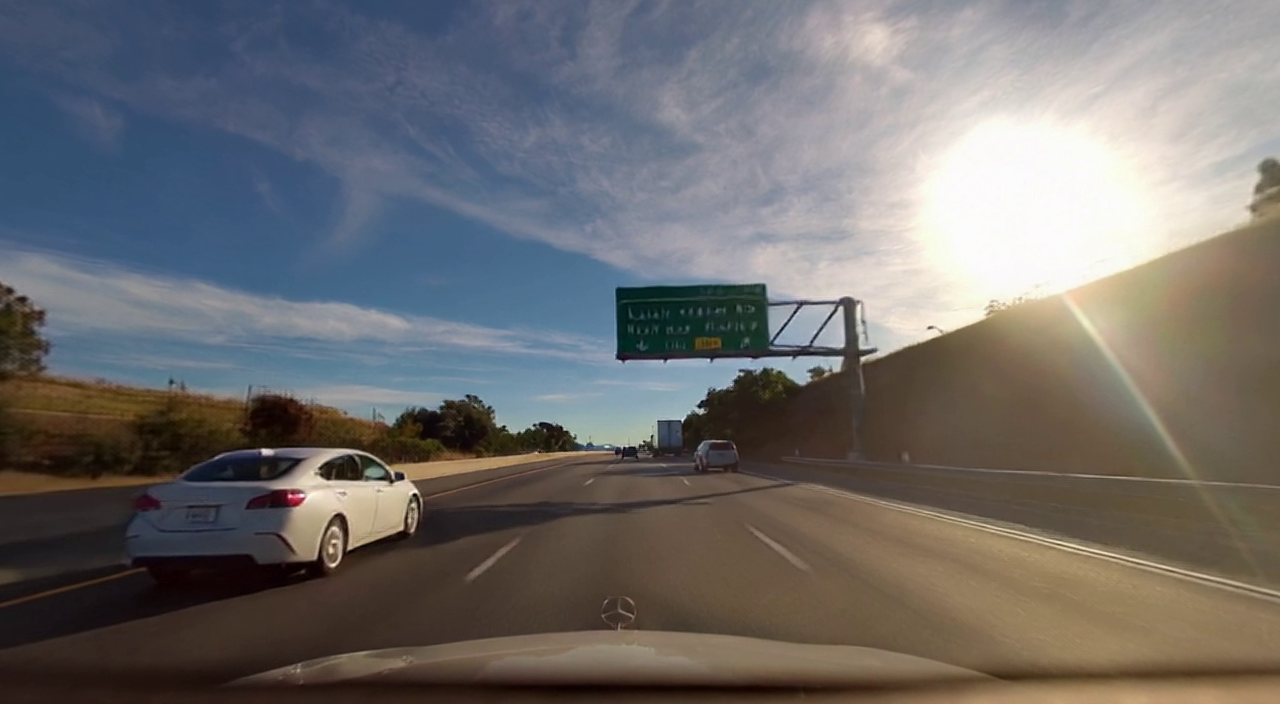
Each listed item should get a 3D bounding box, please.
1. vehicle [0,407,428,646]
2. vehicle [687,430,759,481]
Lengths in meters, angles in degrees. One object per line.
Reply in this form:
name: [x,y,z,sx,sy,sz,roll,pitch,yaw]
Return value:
vehicle: [-4.043,1.534,6.739,1.903,1.607,4.770,0,-8,0]
vehicle: [3.101,3.974,24.547,2.065,1.760,4.488,0,-8,-1]
